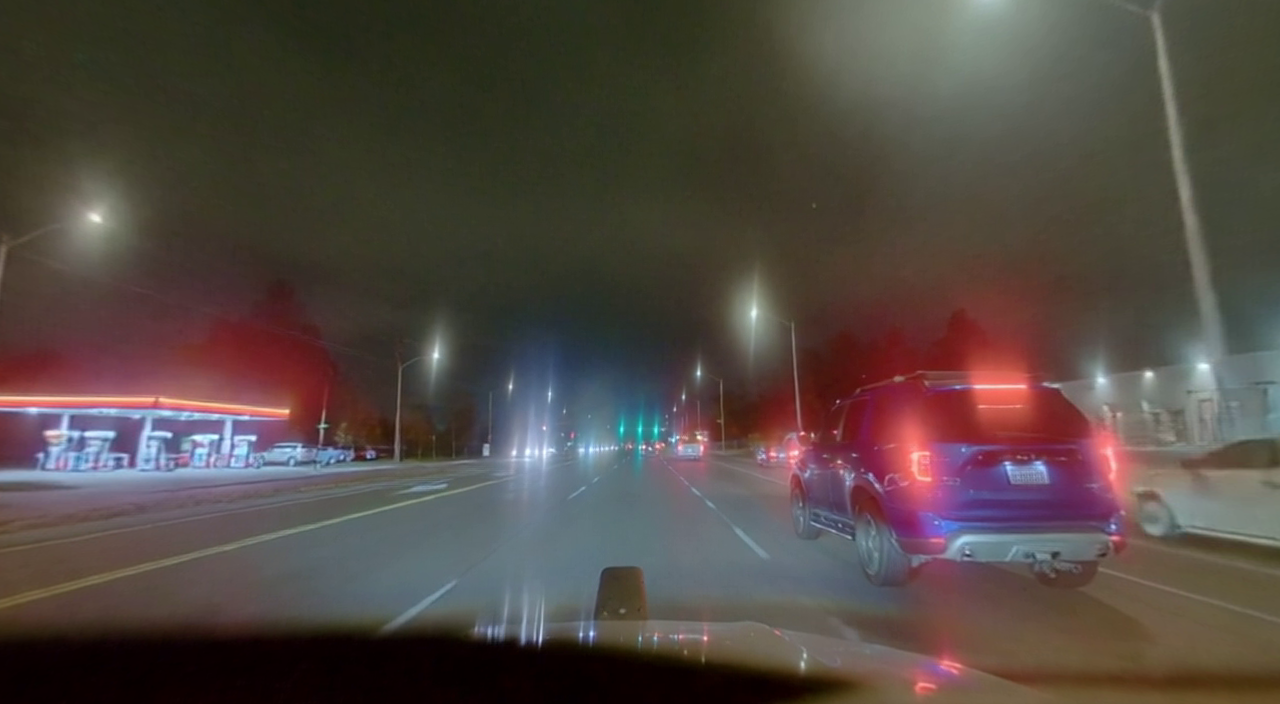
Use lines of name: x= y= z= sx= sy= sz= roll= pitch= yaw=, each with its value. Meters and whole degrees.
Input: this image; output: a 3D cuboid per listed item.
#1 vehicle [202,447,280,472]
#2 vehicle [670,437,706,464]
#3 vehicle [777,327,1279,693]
vehicle: x=-26.105 y=7.053 z=41.151 sx=3.765 sy=1.559 sz=1.915 roll=0 pitch=-8 yaw=1
vehicle: x=3.454 y=7.176 z=46.058 sx=2.317 sy=1.857 sz=5.150 roll=0 pitch=-8 yaw=1
vehicle: x=2.917 y=1.178 z=5.824 sx=2.246 sy=1.963 sz=4.777 roll=0 pitch=-8 yaw=1
